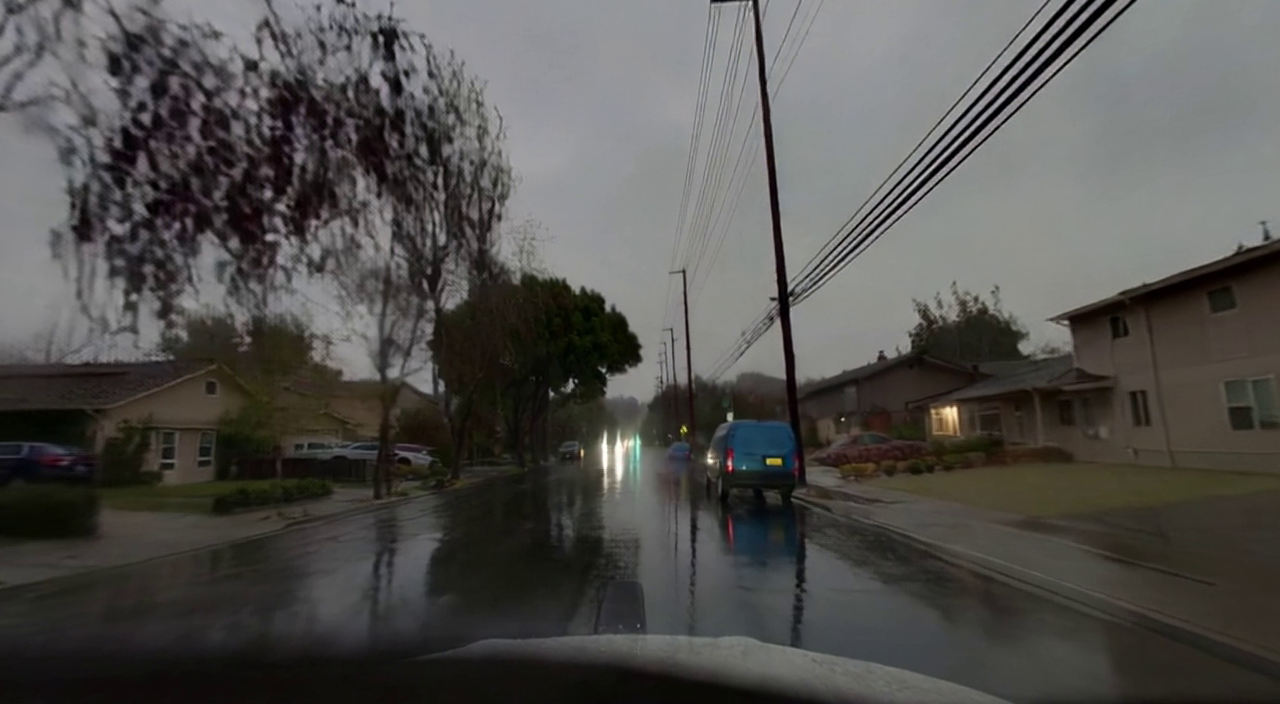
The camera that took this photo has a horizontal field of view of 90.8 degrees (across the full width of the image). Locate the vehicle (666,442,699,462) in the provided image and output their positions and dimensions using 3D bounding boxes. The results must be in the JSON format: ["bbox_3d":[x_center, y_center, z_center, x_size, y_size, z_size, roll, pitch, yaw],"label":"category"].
[{"bbox_3d":[3.166,7.602,48.315,1.944,1.439,4.500,1,-8,-4],"label":"vehicle"}]

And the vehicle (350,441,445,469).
[{"bbox_3d":[-13.319,5.679,34.892,4.443,1.475,1.932,0,-8,-2],"label":"vehicle"}]

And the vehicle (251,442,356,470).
[{"bbox_3d":[-18.407,5.675,34.707,4.615,1.482,2.073,0,-8,1],"label":"vehicle"}]

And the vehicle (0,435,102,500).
[{"bbox_3d":[-18.457,3.247,17.968,4.414,1.731,2.008,0,-8,1],"label":"vehicle"}]

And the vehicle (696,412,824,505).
[{"bbox_3d":[2.930,2.786,16.886,2.311,2.069,5.156,0,-8,-1],"label":"vehicle"}]

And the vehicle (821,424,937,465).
[{"bbox_3d":[11.007,4.290,29.378,4.602,1.799,1.859,0,-8,-1],"label":"vehicle"}]
